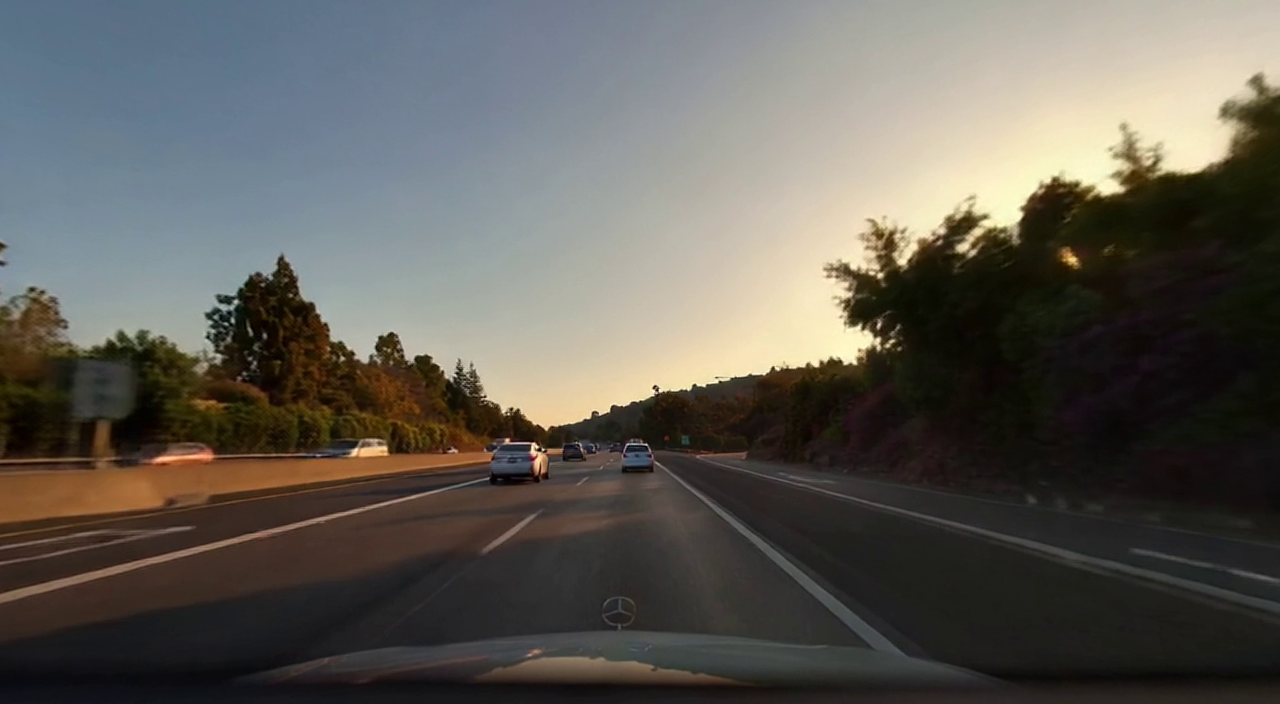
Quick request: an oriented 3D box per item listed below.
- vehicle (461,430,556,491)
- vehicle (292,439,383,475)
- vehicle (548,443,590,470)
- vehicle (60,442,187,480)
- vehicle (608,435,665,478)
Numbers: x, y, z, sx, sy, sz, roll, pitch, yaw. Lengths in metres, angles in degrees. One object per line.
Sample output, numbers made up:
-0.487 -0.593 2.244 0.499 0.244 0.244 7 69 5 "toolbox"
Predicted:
-4.051 3.427 20.246 2.044 1.717 4.421 0 -8 1 "vehicle"
-17.060 5.917 36.020 2.321 1.854 5.620 0 -8 1 "vehicle"
-4.248 6.284 38.387 2.084 1.528 4.094 0 -8 0 "vehicle"
-21.393 4.498 26.404 1.822 1.467 4.062 0 -8 0 "vehicle"
-0.176 4.659 28.479 2.378 1.750 4.355 0 -8 -1 "vehicle"
